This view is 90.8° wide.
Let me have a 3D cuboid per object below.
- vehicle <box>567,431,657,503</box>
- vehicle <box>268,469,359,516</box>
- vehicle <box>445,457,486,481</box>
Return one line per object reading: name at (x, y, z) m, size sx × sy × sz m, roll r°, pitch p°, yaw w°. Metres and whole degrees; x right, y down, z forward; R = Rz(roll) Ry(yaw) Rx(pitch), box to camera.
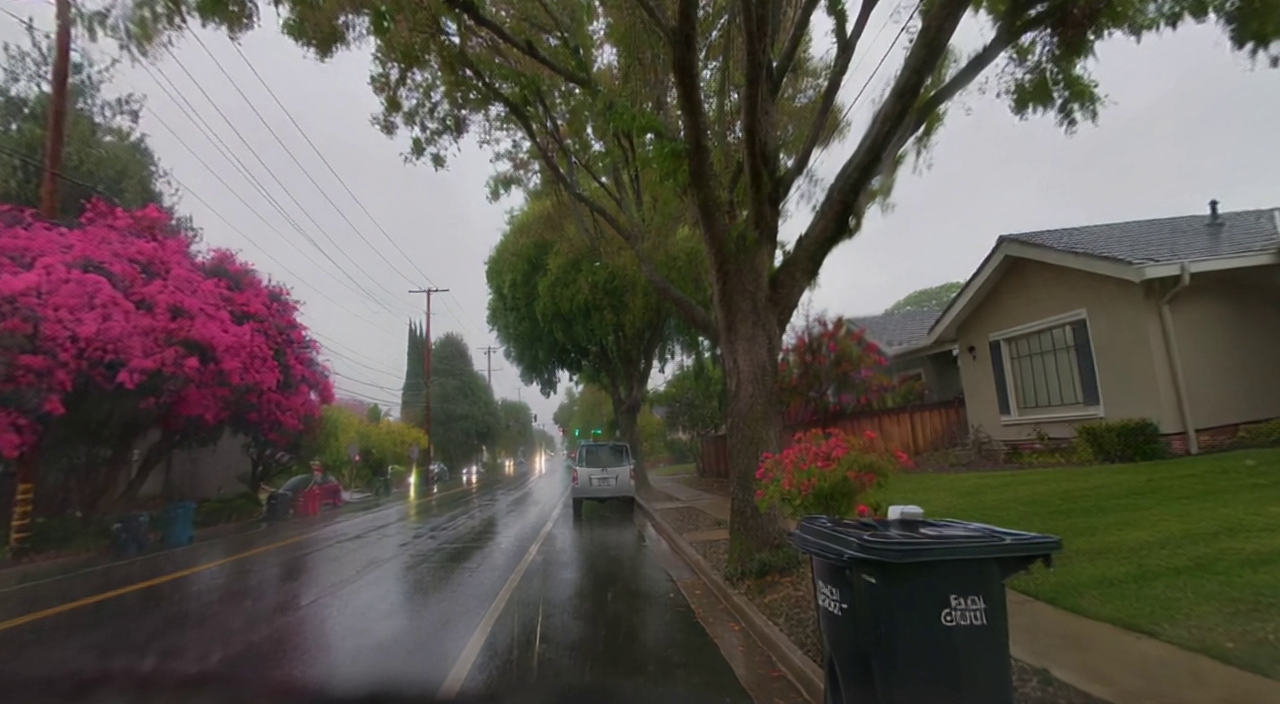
vehicle at (-0.829, 3.079, 17.389) m, size 2.190 × 1.708 × 4.115 m, roll 0°, pitch -8°, yaw -4°
vehicle at (-13.777, 5.916, 26.991) m, size 1.982 × 1.660 × 4.142 m, roll 1°, pitch -8°, yaw -6°
vehicle at (-13.771, 9.113, 49.634) m, size 2.218 × 1.679 × 4.723 m, roll 4°, pitch -9°, yaw -25°
